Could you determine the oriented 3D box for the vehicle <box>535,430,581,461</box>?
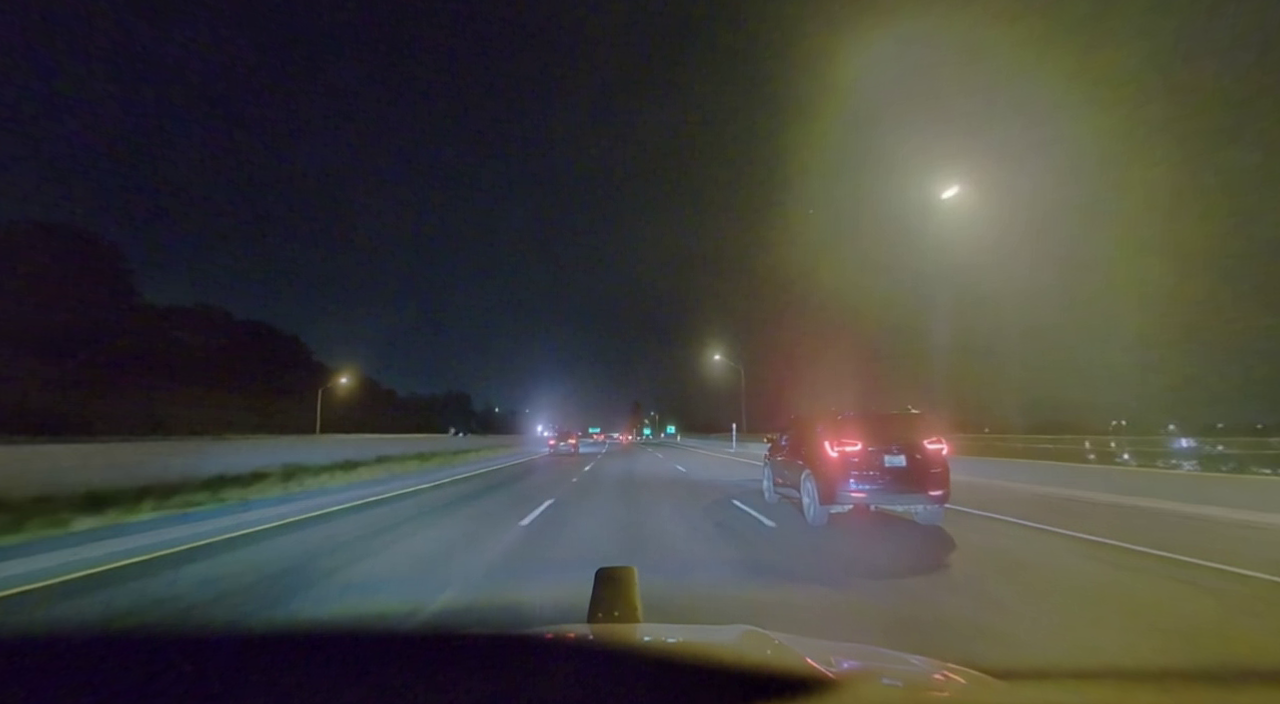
[{"bbox_3d":[-4.461,5.155,35.012,2.062,1.591,4.156,0,-8,-1],"label":"vehicle"}]
